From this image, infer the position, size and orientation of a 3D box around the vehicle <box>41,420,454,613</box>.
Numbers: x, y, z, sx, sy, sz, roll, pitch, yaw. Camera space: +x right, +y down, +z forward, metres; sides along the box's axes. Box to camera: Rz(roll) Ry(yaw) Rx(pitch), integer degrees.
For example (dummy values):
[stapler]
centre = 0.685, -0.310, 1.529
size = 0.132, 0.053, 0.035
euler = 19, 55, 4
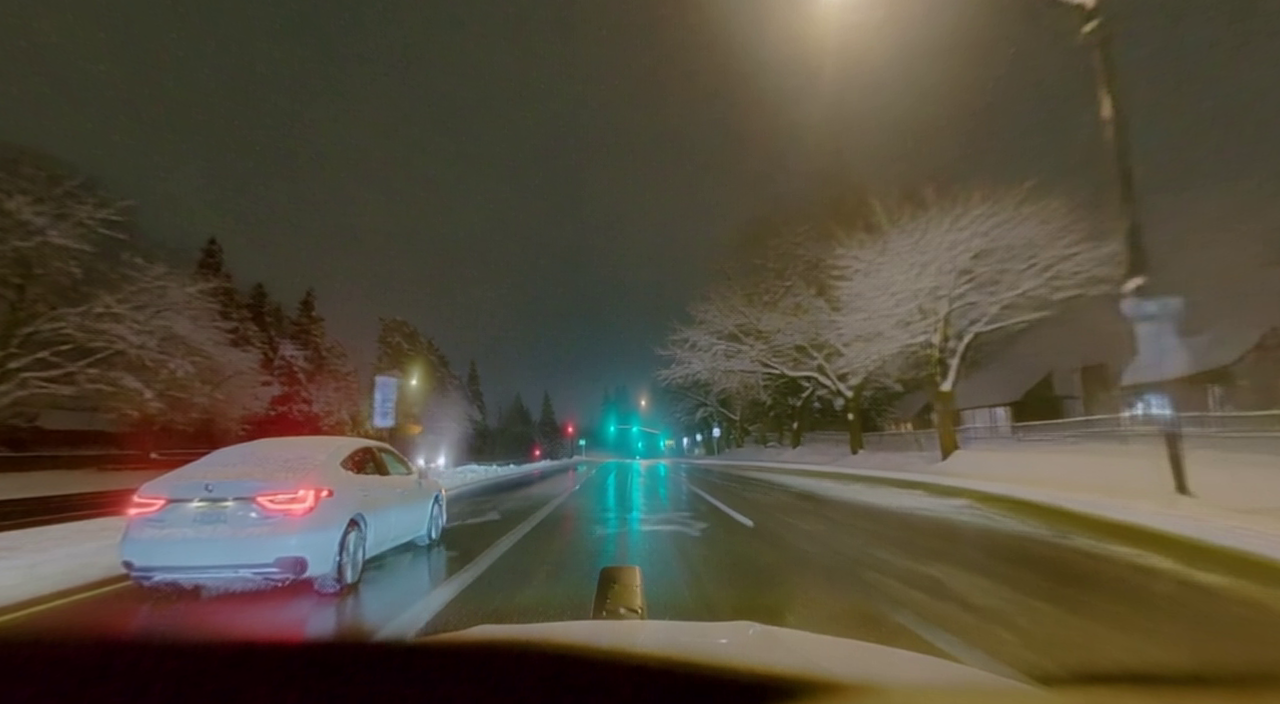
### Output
[vehicle]
centre = -3.806, 1.641, 7.280
size = 1.915, 1.521, 4.283
euler = 0, -9, 1
